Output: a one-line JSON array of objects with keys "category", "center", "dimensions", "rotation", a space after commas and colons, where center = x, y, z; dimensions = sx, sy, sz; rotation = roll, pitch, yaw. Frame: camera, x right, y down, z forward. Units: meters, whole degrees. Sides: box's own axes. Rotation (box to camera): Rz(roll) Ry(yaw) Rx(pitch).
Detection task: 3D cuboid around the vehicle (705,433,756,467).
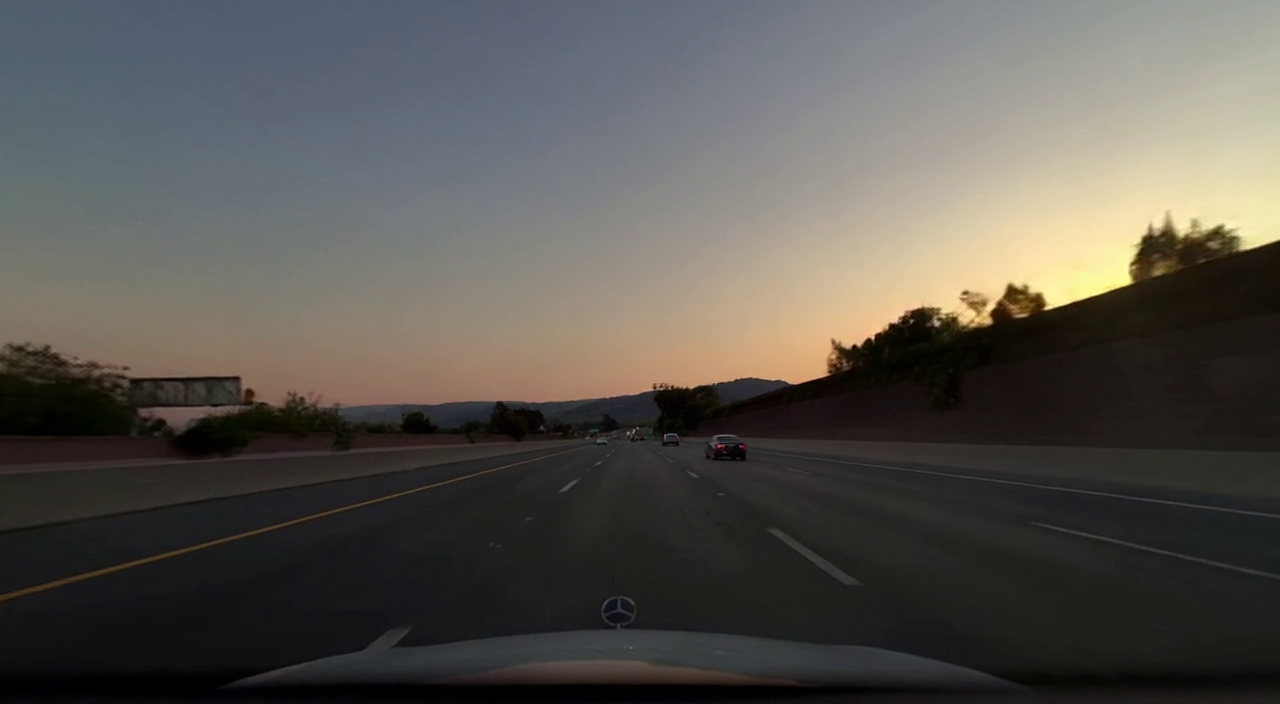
[{"category": "vehicle", "center": [4.240, 4.625, 30.007], "dimensions": [1.802, 1.492, 3.804], "rotation": [0, -8, -1]}]
